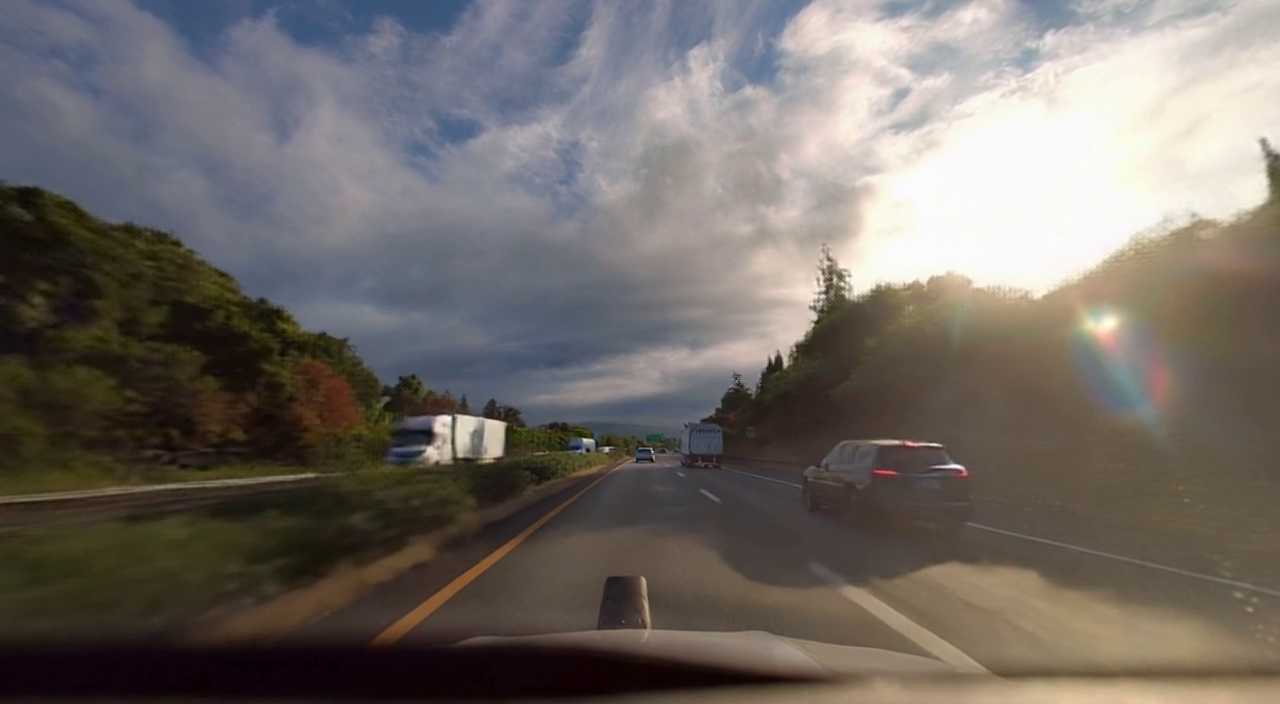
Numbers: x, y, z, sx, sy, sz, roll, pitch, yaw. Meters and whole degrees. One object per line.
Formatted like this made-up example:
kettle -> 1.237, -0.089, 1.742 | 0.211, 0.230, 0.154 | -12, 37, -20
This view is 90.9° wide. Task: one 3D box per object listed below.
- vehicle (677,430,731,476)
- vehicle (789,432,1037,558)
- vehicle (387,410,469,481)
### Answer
vehicle -> 3.698, 5.972, 37.476 | 2.423, 2.517, 5.055 | 0, -9, -3
vehicle -> 3.851, 2.077, 9.799 | 2.043, 1.542, 3.881 | 0, -9, -1
vehicle -> -12.950, 5.825, 39.117 | 2.915, 4.016, 5.822 | 0, -9, 1
